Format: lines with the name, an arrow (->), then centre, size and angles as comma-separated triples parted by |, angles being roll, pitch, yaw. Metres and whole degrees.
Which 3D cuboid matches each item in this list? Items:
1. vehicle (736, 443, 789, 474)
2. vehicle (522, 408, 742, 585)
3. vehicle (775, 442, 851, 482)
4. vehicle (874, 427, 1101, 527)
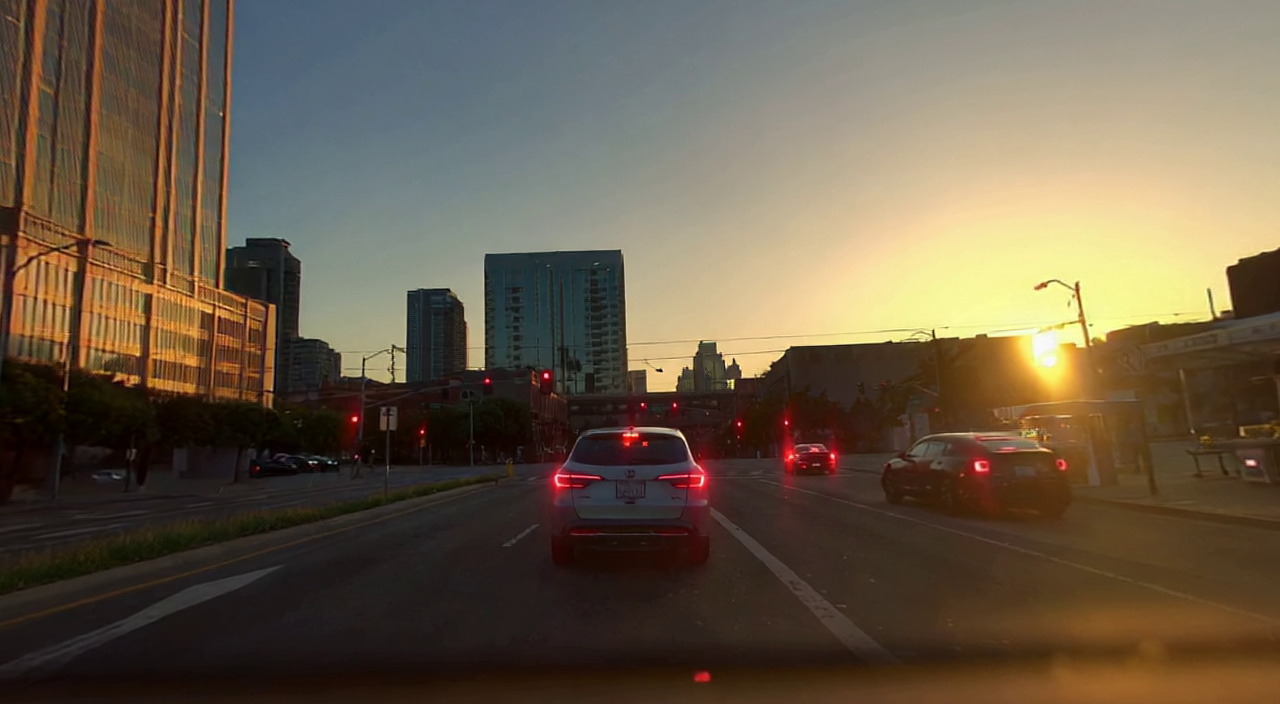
vehicle -> 6.259, 5.460, 32.634 | 1.961, 1.477, 4.454 | 0, -9, 2
vehicle -> -0.063, 1.691, 8.116 | 2.115, 1.700, 3.901 | 0, -9, 1
vehicle -> 6.852, 4.404, 25.424 | 1.833, 1.452, 4.237 | 0, -9, -1
vehicle -> 6.664, 2.434, 12.866 | 2.072, 1.652, 4.611 | 0, -9, 1
